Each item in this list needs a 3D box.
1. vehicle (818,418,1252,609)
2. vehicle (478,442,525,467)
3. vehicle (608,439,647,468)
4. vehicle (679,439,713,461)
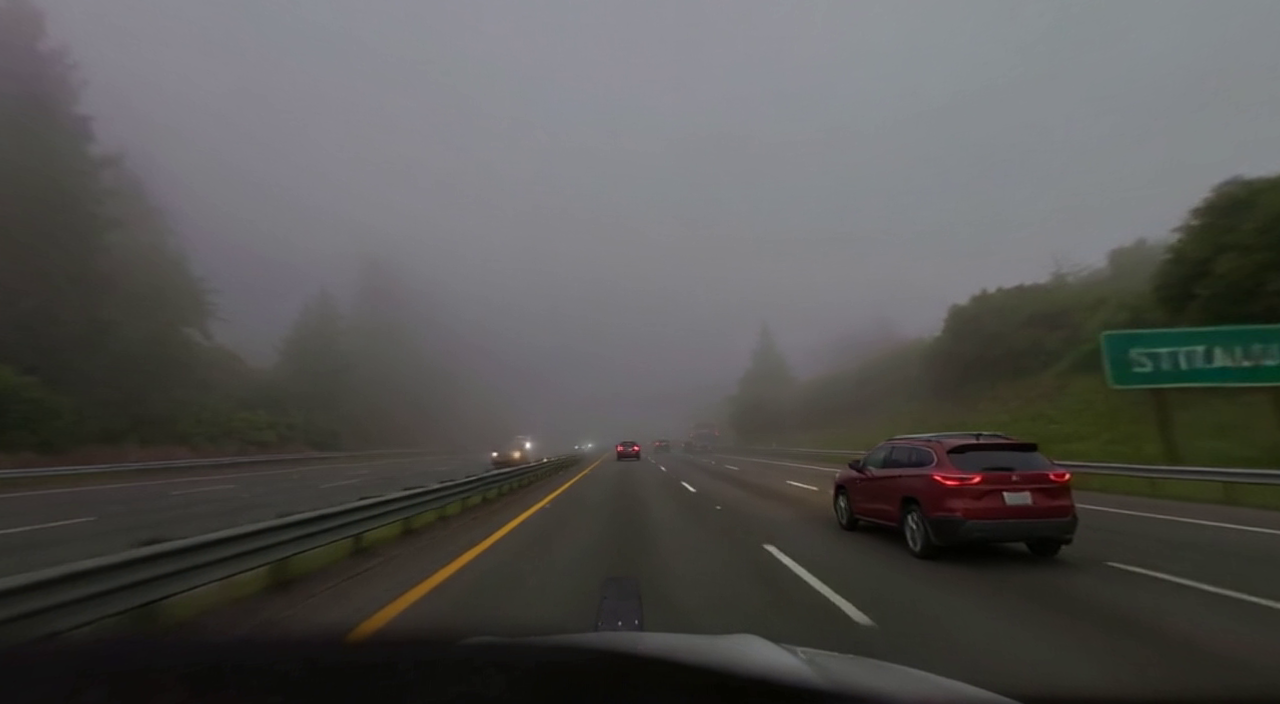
[{"bbox_3d":[3.819,1.607,7.429,1.961,1.495,4.743,0,-8,-1],"label":"vehicle"},{"bbox_3d":[-8.849,6.590,40.726,2.017,1.504,4.505,0,-8,0],"label":"vehicle"},{"bbox_3d":[-0.702,5.675,35.520,2.055,1.466,4.317,0,-8,-1],"label":"vehicle"},{"bbox_3d":[4.021,7.105,45.908,1.995,1.556,3.893,0,-8,-2],"label":"vehicle"}]
